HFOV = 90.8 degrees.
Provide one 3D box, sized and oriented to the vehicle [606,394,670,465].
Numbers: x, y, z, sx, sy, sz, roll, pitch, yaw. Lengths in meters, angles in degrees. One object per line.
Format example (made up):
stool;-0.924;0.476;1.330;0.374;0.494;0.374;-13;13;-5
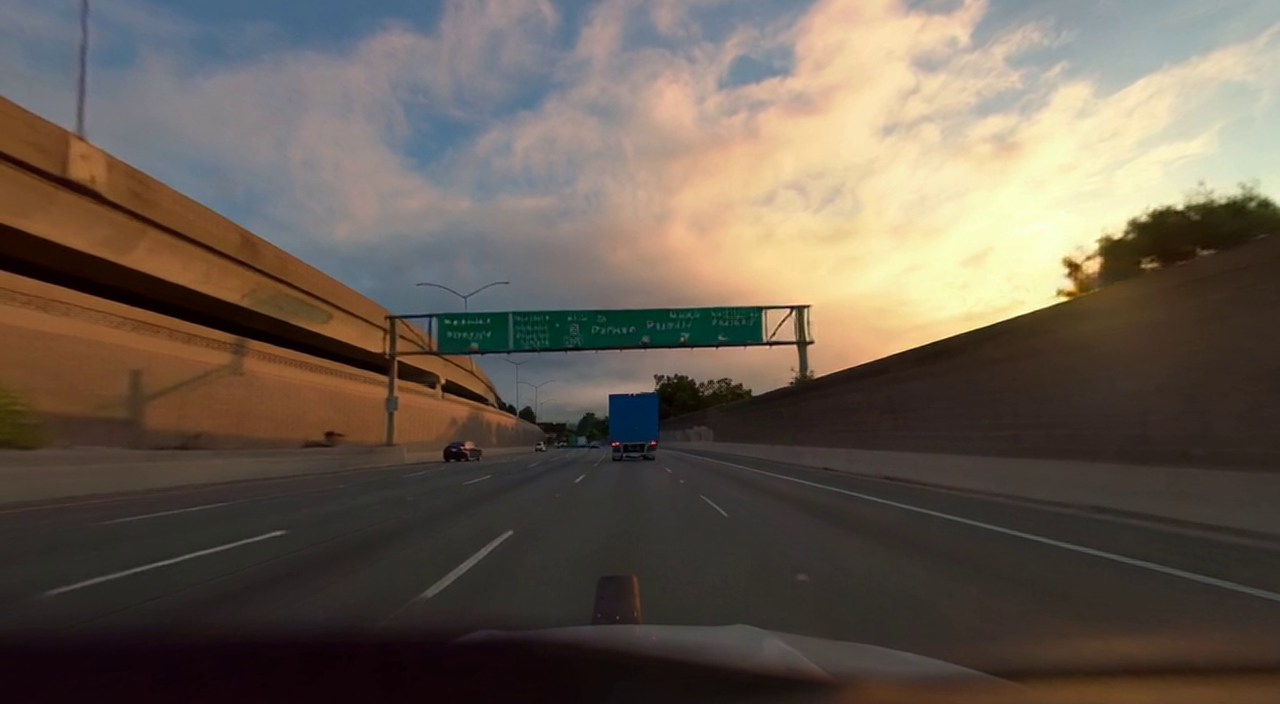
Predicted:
vehicle;-0.409;4.900;38.621;3.233;3.678;11.032;0;-9;-3

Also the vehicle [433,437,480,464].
vehicle;-11.992;6.464;41.608;1.919;1.625;4.183;0;-8;-2

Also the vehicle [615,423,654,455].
vehicle;-0.374;4.905;35.378;2.052;1.666;4.358;0;-8;-3
